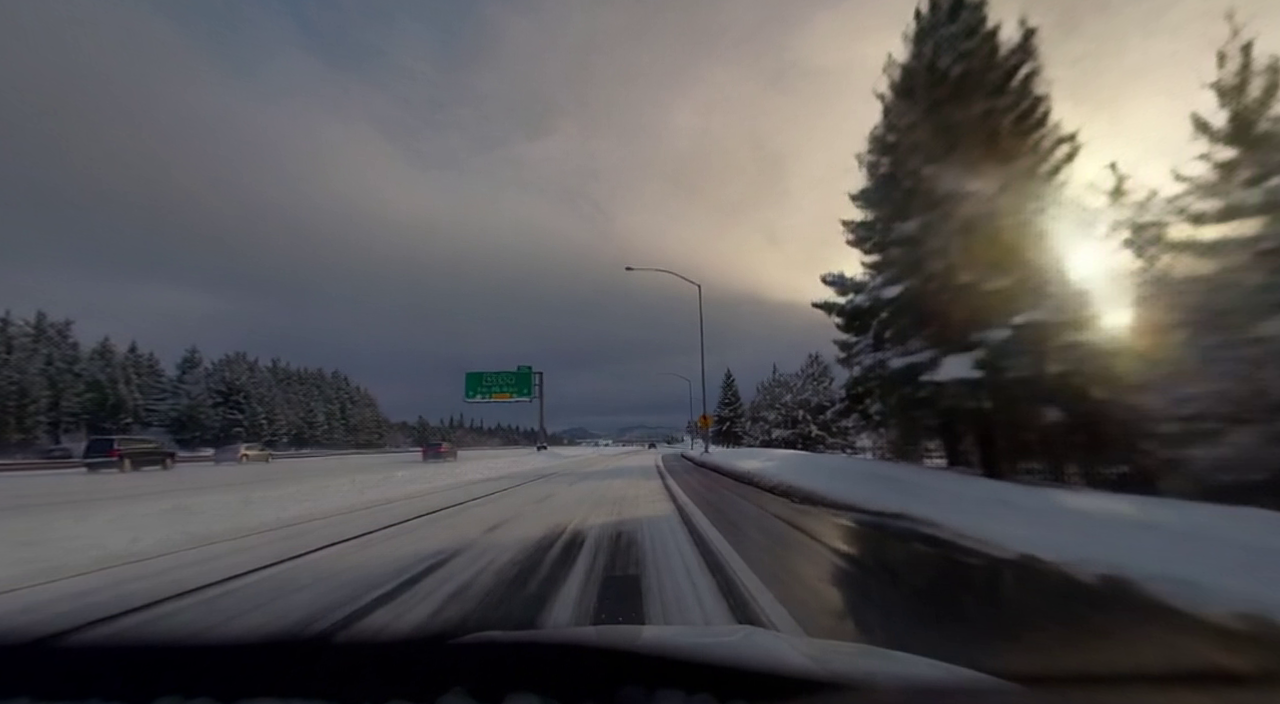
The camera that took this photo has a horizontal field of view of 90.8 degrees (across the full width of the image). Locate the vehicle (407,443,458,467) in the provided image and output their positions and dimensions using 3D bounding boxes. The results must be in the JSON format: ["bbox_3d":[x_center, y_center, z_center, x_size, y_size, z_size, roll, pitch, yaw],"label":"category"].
[{"bbox_3d":[-14.086,7.001,43.219,2.271,1.537,4.029,0,-8,-3],"label":"vehicle"}]

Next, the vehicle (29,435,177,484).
[{"bbox_3d":[-20.743,4.149,24.719,2.049,1.718,4.445,0,-9,-4],"label":"vehicle"}]

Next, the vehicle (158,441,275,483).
[{"bbox_3d":[-16.888,4.394,25.519,1.829,1.520,4.505,0,-9,-4],"label":"vehicle"}]
